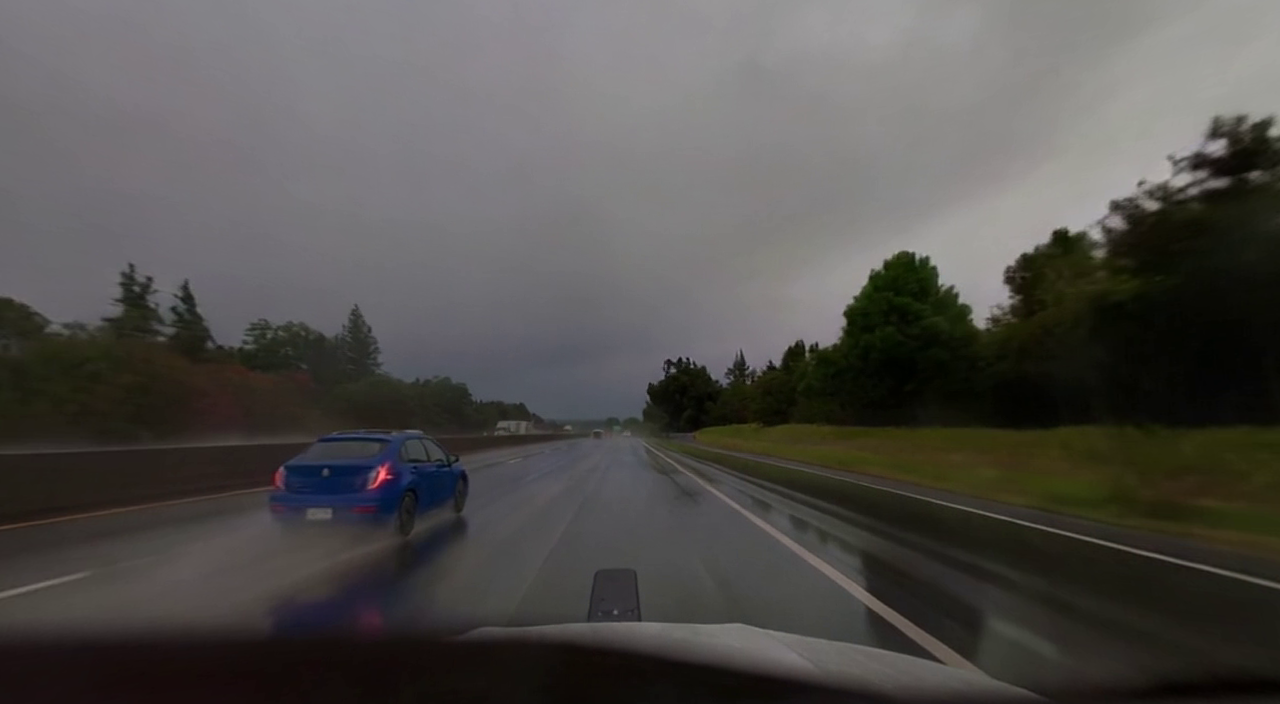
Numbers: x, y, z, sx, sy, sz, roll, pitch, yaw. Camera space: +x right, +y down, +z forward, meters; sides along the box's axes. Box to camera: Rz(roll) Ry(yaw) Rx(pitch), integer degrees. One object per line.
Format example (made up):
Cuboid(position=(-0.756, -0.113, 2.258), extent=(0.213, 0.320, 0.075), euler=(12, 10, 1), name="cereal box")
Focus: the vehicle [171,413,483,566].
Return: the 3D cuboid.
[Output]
Cuboid(position=(-3.686, 1.668, 8.543), extent=(2.026, 1.517, 4.325), euler=(0, -8, 0), name="vehicle")
